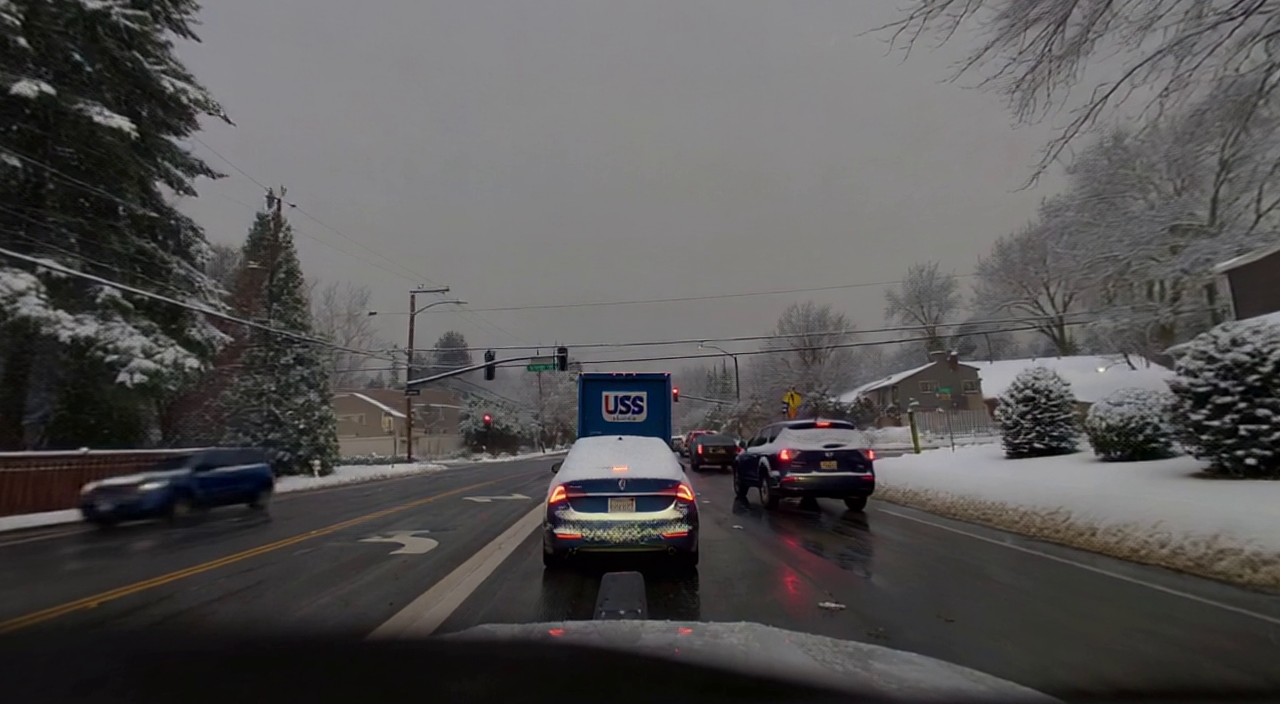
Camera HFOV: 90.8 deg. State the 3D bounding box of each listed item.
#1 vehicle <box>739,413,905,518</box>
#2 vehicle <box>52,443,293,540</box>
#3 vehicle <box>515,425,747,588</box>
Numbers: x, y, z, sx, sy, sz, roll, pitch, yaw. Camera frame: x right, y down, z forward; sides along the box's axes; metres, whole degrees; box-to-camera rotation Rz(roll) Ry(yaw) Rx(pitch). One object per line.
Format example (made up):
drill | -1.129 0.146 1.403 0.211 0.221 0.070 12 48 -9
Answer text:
vehicle | 3.595 2.346 13.526 2.145 1.847 4.524 0 -8 -1
vehicle | -9.725 2.854 13.719 1.857 1.682 4.393 -2 -8 0
vehicle | -0.137 1.732 7.986 2.135 1.483 4.207 0 -8 -2
